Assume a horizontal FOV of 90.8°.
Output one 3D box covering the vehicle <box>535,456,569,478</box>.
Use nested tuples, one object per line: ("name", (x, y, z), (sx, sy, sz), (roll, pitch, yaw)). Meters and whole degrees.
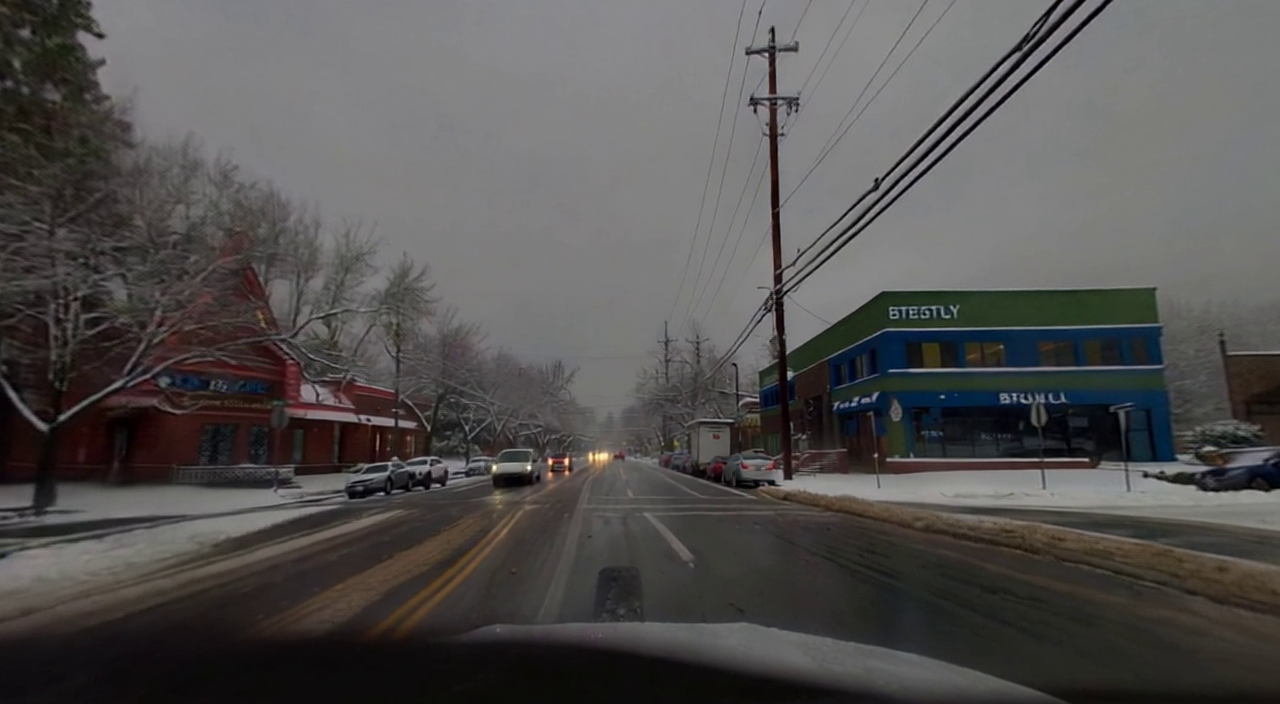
("vehicle", (-6.237, 8.184, 45.177), (1.845, 1.469, 4.413), (0, -8, -1))

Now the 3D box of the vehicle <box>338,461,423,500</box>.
("vehicle", (-11.230, 5.573, 27.667), (1.978, 1.452, 4.263), (0, -9, -1))

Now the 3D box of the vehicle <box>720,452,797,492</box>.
("vehicle", (5.299, 5.395, 28.826), (1.963, 1.646, 4.204), (2, -9, -12))

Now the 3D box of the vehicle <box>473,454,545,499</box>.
("vehicle", (-4.906, 4.698, 24.300), (2.050, 1.505, 4.219), (0, -9, -3))

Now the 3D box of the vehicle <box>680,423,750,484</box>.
("vehicle", (4.266, 5.998, 37.554), (2.815, 3.203, 7.558), (0, -9, -3))

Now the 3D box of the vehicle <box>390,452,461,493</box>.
("vehicle", (-11.181, 6.289, 33.359), (2.072, 1.818, 4.951), (-3, -9, -1))
